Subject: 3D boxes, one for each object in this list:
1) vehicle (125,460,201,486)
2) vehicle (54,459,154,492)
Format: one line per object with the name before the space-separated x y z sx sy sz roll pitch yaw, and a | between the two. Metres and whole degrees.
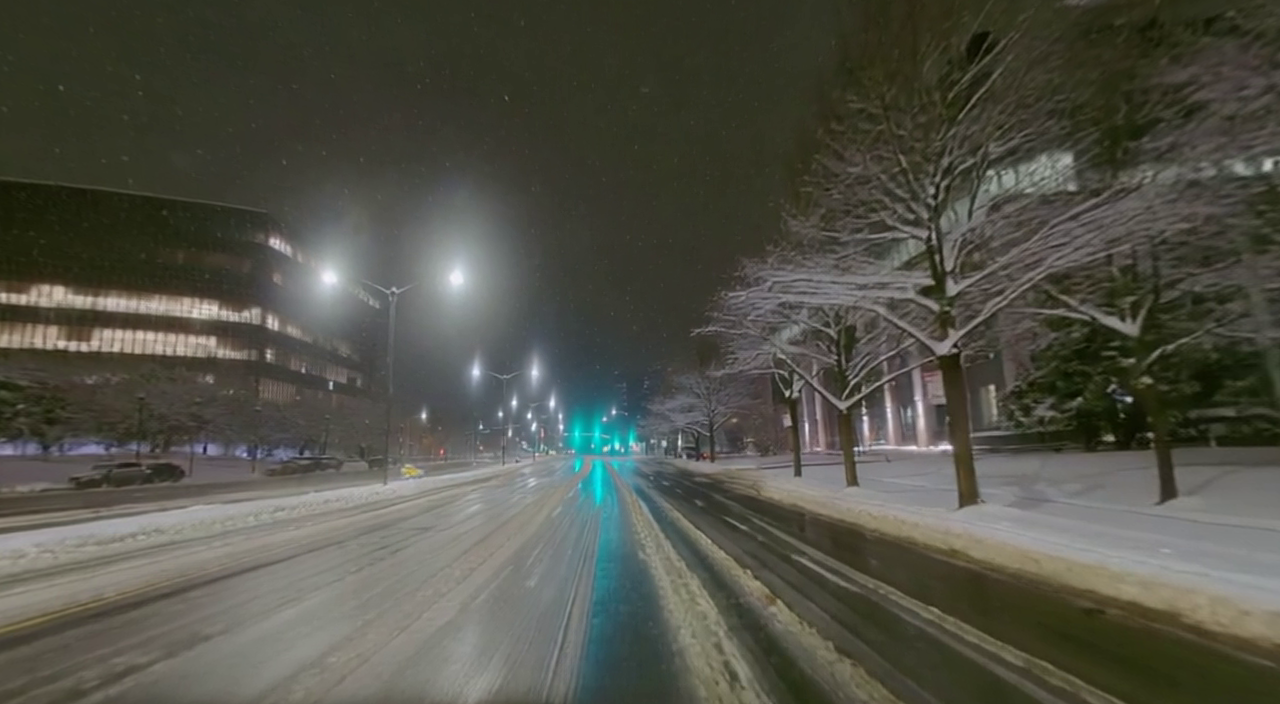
vehicle | -33.681 8.534 44.773 2.034 1.618 4.667 1 -8 -6
vehicle | -33.169 7.600 39.310 2.031 1.789 5.081 0 -8 -5
